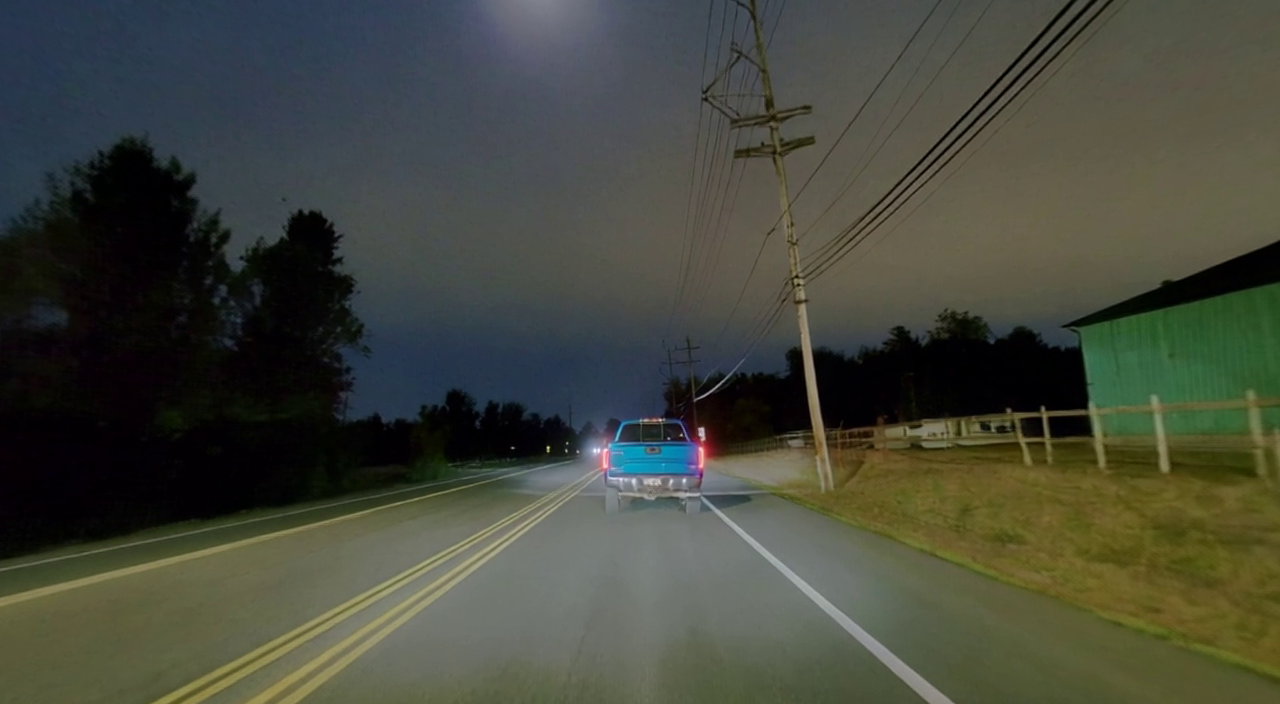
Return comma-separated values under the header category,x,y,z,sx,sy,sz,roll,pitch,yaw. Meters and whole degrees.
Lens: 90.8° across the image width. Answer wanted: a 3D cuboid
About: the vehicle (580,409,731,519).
category,x,y,z,sx,sy,sz,roll,pitch,yaw
vehicle,0.231,2.465,14.480,2.693,1.941,6.356,0,-9,-1
